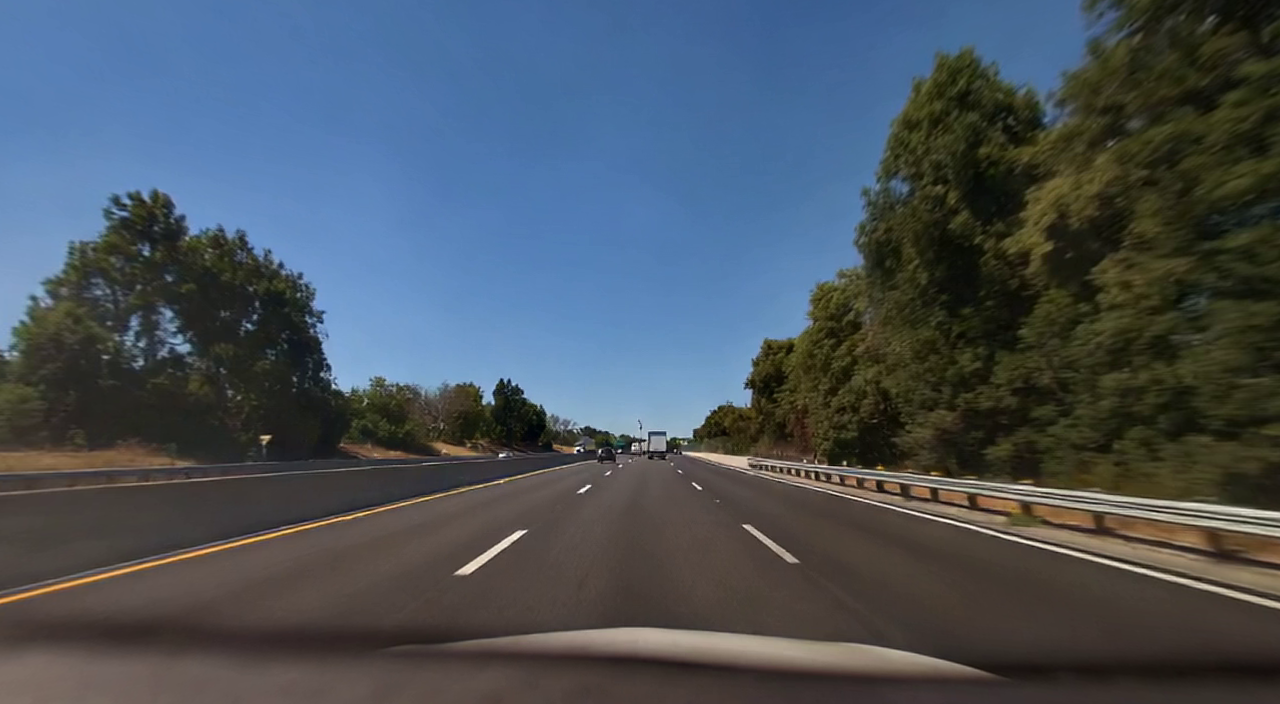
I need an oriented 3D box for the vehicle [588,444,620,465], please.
[{"bbox_3d":[-2.713,7.888,48.711,2.113,1.559,4.166,0,-9,2],"label":"vehicle"}]
